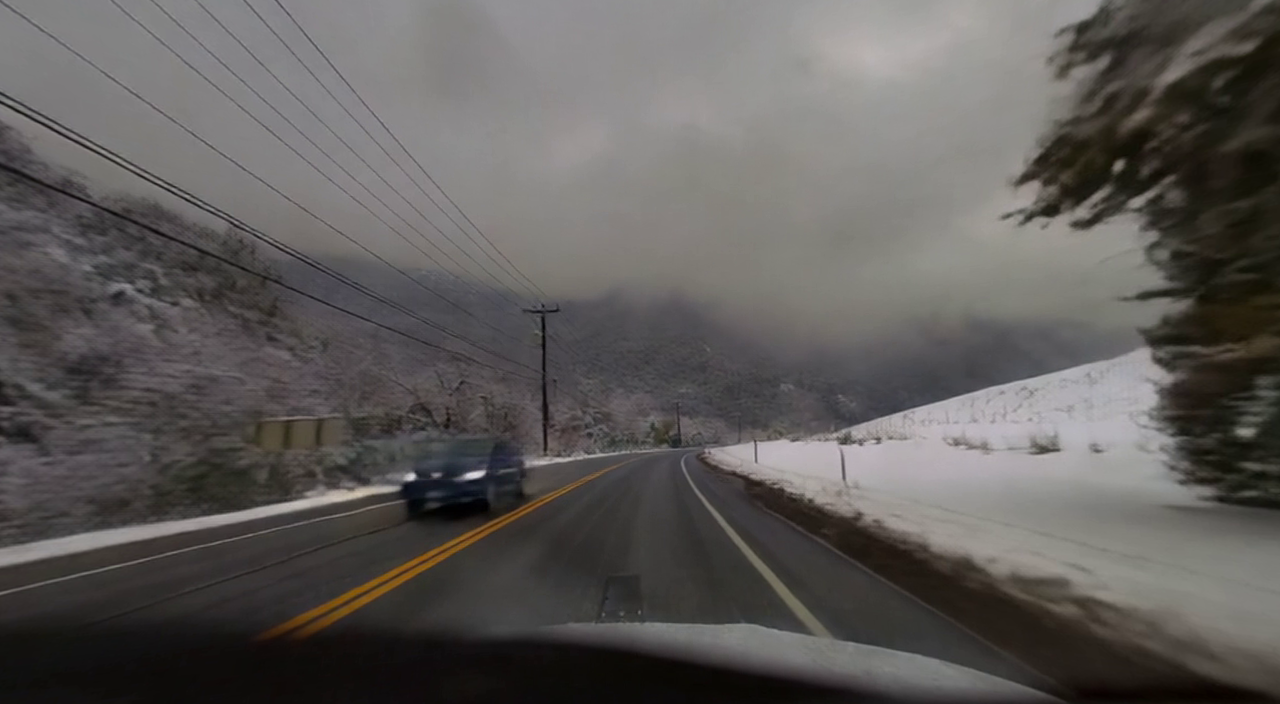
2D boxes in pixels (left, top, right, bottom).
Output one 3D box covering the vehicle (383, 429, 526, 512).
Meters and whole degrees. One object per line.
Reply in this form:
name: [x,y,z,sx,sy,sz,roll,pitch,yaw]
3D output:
vehicle: [-4.188,2.740,15.078,2.103,1.679,4.081,0,-9,1]
